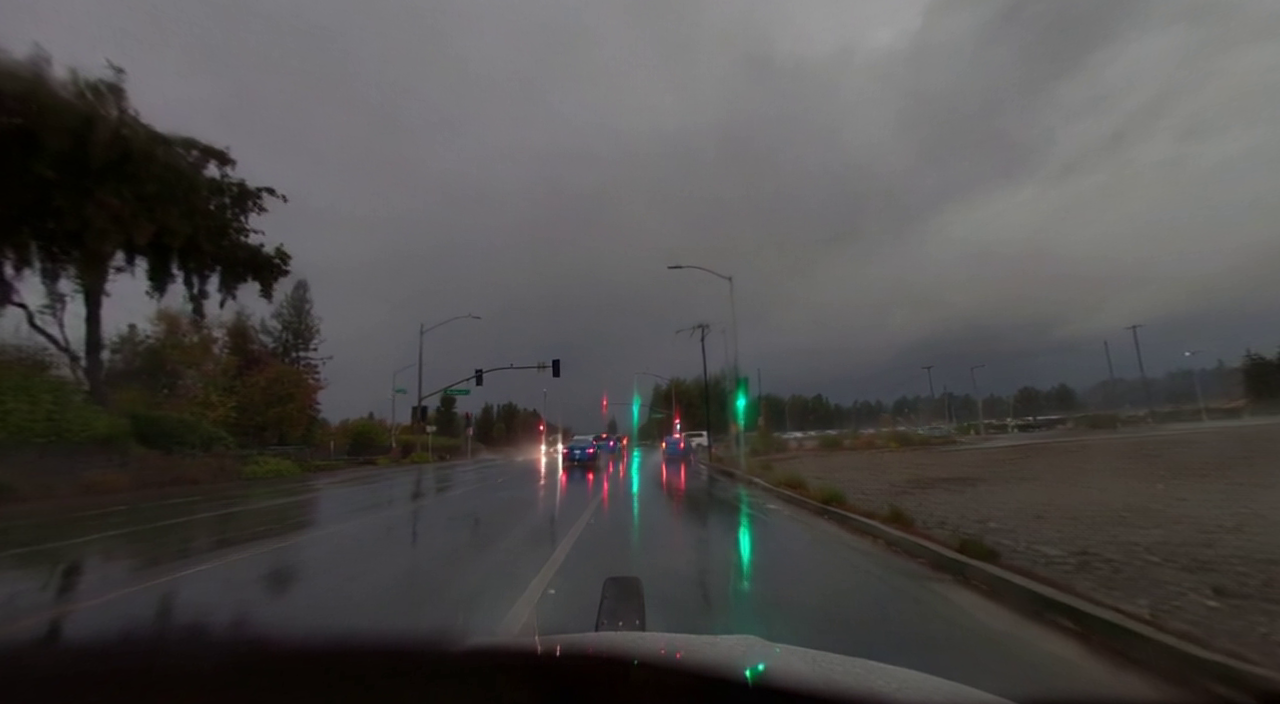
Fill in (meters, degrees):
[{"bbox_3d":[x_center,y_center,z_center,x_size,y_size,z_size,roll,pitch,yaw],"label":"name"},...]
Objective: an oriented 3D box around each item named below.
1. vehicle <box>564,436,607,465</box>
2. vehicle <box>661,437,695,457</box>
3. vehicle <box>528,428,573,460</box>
[{"bbox_3d":[-2.996,5.533,35.495,1.979,1.492,3.930,0,-9,1],"label":"vehicle"},{"bbox_3d":[2.908,7.229,47.968,1.945,1.410,4.284,-2,-9,12],"label":"vehicle"},{"bbox_3d":[-6.104,6.389,43.685,2.390,2.020,5.085,0,-9,0],"label":"vehicle"}]
